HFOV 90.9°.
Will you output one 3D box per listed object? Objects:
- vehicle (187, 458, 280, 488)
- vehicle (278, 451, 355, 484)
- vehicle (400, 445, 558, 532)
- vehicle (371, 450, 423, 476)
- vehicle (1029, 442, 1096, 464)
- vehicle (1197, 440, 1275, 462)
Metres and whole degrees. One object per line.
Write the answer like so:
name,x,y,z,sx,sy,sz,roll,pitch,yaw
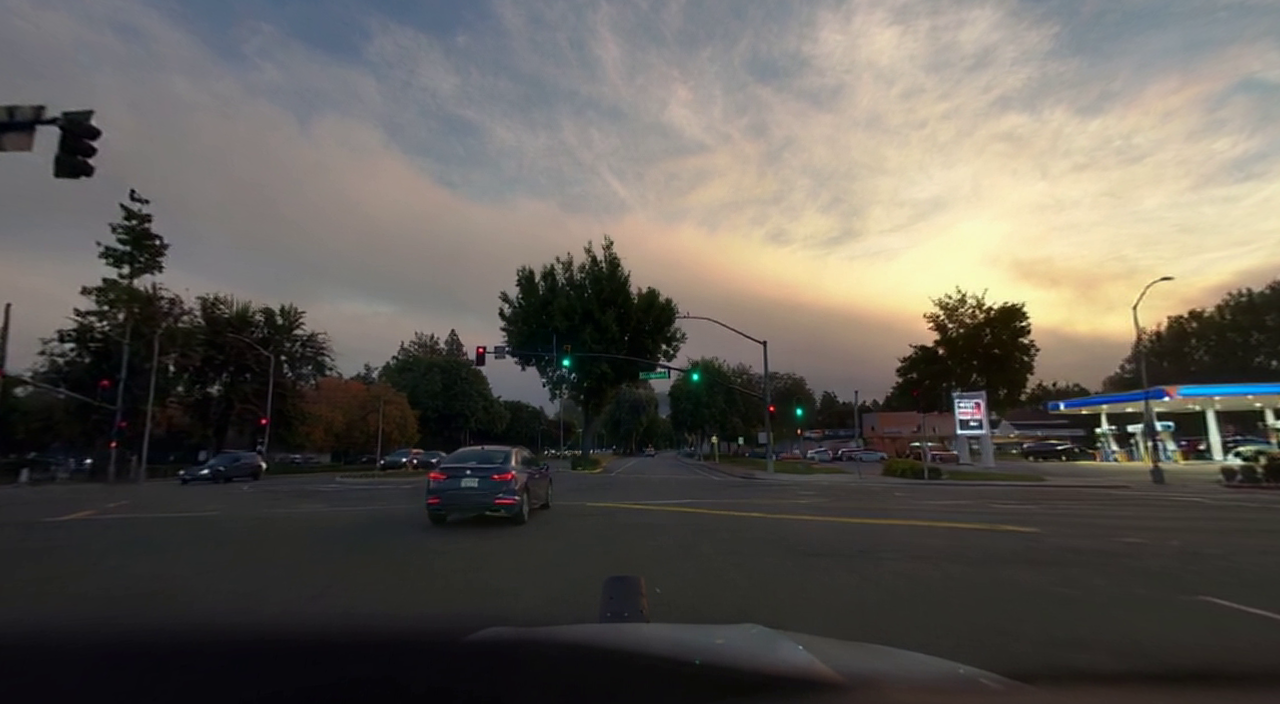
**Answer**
vehicle,-20.840,6.194,32.569,1.821,1.371,4.545,0,-9,-1
vehicle,-17.370,6.184,34.111,1.887,1.635,4.281,0,-9,0
vehicle,-3.086,2.713,13.216,2.041,1.483,4.533,0,-9,1
vehicle,-17.596,8.040,45.887,2.032,1.741,4.450,0,-9,0
vehicle,33.010,7.898,49.401,2.148,1.679,4.197,1,-9,-5
vehicle,40.168,6.709,42.507,3.518,1.433,1.763,1,-9,-5
